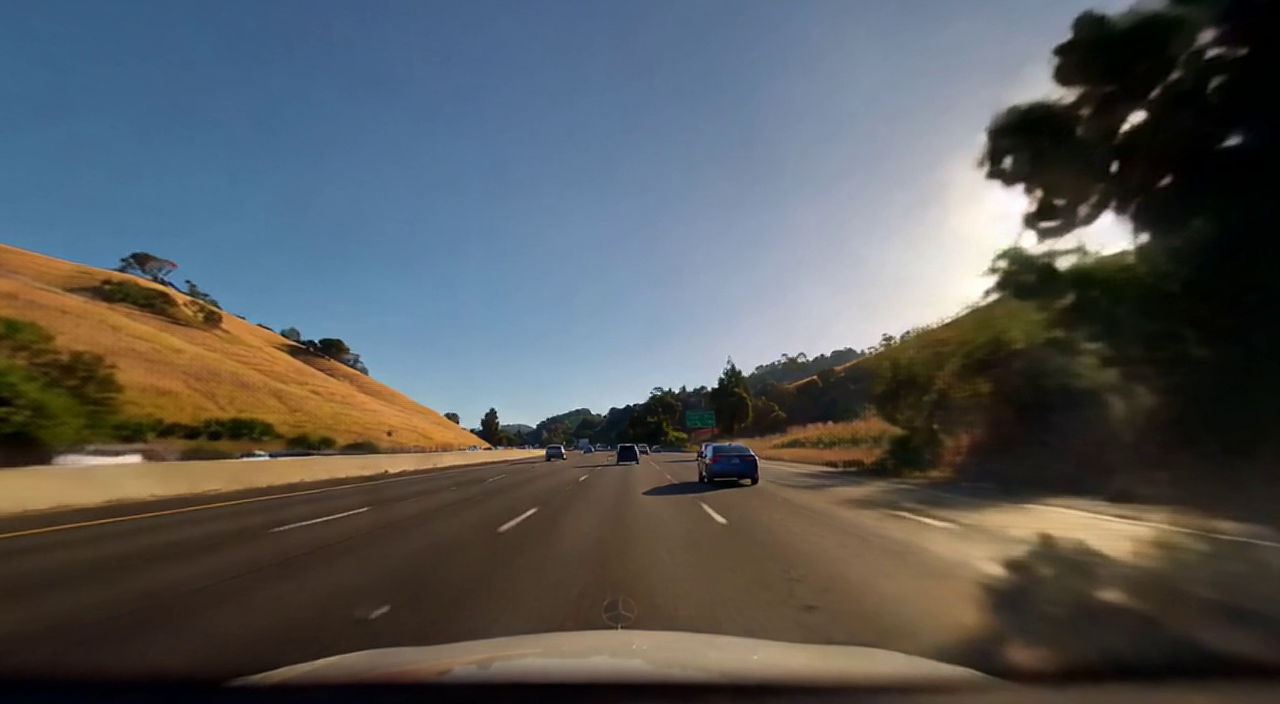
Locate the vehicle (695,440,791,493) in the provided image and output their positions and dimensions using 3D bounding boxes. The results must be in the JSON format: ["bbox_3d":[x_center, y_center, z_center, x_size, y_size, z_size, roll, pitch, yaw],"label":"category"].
[{"bbox_3d":[3.117,3.581,20.226,2.120,1.492,4.734,0,-8,-2],"label":"vehicle"}]

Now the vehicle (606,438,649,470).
[{"bbox_3d":[-0.665,5.663,35.174,2.277,1.675,4.023,0,-8,-1],"label":"vehicle"}]
